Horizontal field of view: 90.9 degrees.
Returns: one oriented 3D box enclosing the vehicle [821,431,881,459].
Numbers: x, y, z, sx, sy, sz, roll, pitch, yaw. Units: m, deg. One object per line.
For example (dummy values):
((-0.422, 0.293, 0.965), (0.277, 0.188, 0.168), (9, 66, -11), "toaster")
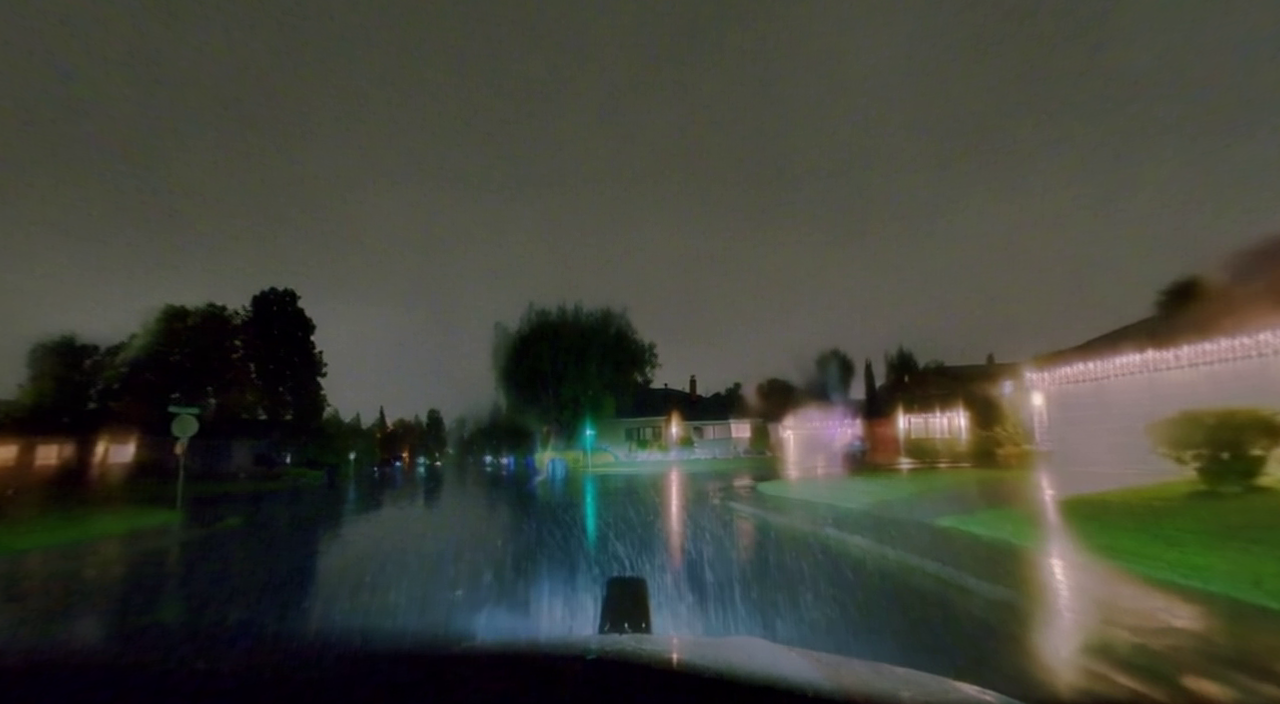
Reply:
((14.643, 6.526, 44.073), (1.992, 1.813, 5.079), (0, -9, -5), "vehicle")
